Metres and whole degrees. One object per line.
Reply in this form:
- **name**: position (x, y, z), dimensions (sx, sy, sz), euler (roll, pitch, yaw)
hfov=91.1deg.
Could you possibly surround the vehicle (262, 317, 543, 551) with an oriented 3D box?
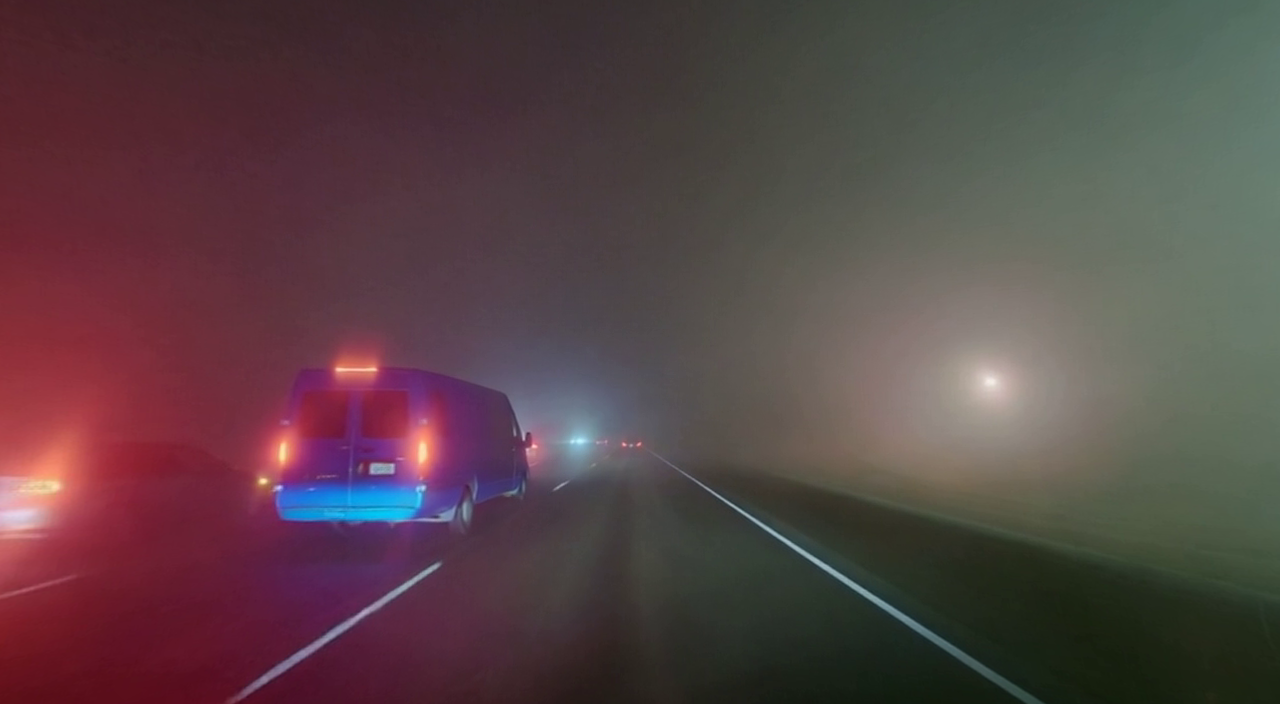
- **vehicle**: position (-3.363, 1.443, 11.194), dimensions (2.428, 2.782, 7.330), euler (0, -8, -3)

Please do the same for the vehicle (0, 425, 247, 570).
- **vehicle**: position (-7.508, 1.691, 7.969), dimensions (1.994, 1.466, 4.837), euler (0, -8, -1)
